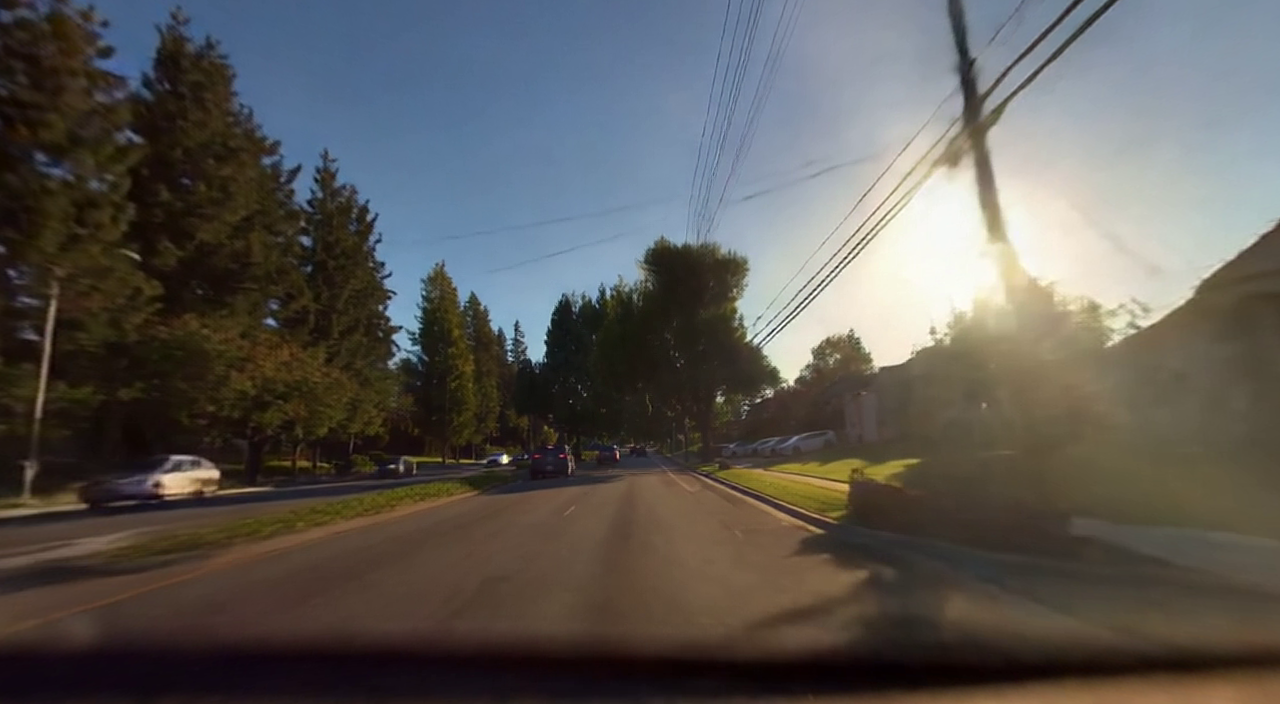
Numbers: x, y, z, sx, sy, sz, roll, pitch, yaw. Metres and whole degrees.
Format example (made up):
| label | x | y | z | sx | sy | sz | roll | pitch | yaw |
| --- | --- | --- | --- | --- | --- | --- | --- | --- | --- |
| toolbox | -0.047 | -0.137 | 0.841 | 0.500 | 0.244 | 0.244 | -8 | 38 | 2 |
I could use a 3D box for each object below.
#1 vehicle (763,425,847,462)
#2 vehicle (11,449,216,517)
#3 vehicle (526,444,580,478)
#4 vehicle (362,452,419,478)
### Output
| label | x | y | z | sx | sy | sz | roll | pitch | yaw |
| --- | --- | --- | --- | --- | --- | --- | --- | --- | --- |
| vehicle | 10.653 | 5.972 | 40.967 | 4.610 | 1.853 | 2.265 | -6 | -9 | -4 |
| vehicle | -14.731 | 3.639 | 18.095 | 1.948 | 1.632 | 4.579 | 1 | -9 | -2 |
| vehicle | -4.112 | 5.223 | 30.559 | 2.084 | 1.466 | 4.522 | 1 | -9 | -2 |
| vehicle | -16.163 | 7.310 | 41.046 | 1.890 | 1.490 | 4.494 | 1 | -9 | 0 |
